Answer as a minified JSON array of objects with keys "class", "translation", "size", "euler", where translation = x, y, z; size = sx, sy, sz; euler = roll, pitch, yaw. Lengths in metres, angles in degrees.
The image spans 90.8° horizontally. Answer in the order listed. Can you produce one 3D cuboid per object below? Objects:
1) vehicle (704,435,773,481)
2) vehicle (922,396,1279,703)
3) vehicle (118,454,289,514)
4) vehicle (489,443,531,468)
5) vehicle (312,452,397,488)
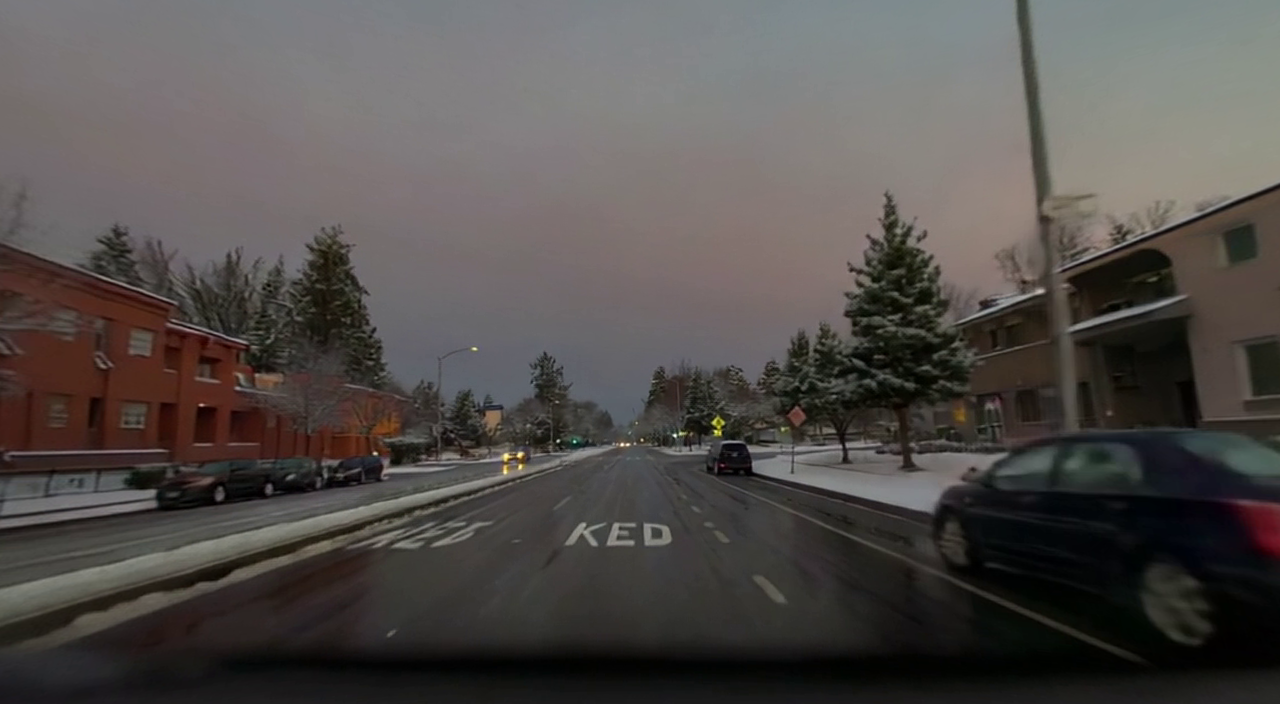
[{"class":"vehicle","translation":[4.074,4.490,27.059],"size":[2.220,1.752,4.782],"euler":[0,-8,0]},{"class":"vehicle","translation":[4.136,1.232,4.396],"size":[2.127,1.619,4.832],"euler":[0,-8,0]},{"class":"vehicle","translation":[-14.069,4.230,20.848],"size":[2.163,1.641,4.875],"euler":[0,-8,0]},{"class":"vehicle","translation":[-9.864,7.889,48.361],"size":[2.252,1.737,4.544],"euler":[0,-8,0]},{"class":"vehicle","translation":[-14.085,5.816,31.523],"size":[1.983,1.608,4.699],"euler":[0,-8,1]}]
